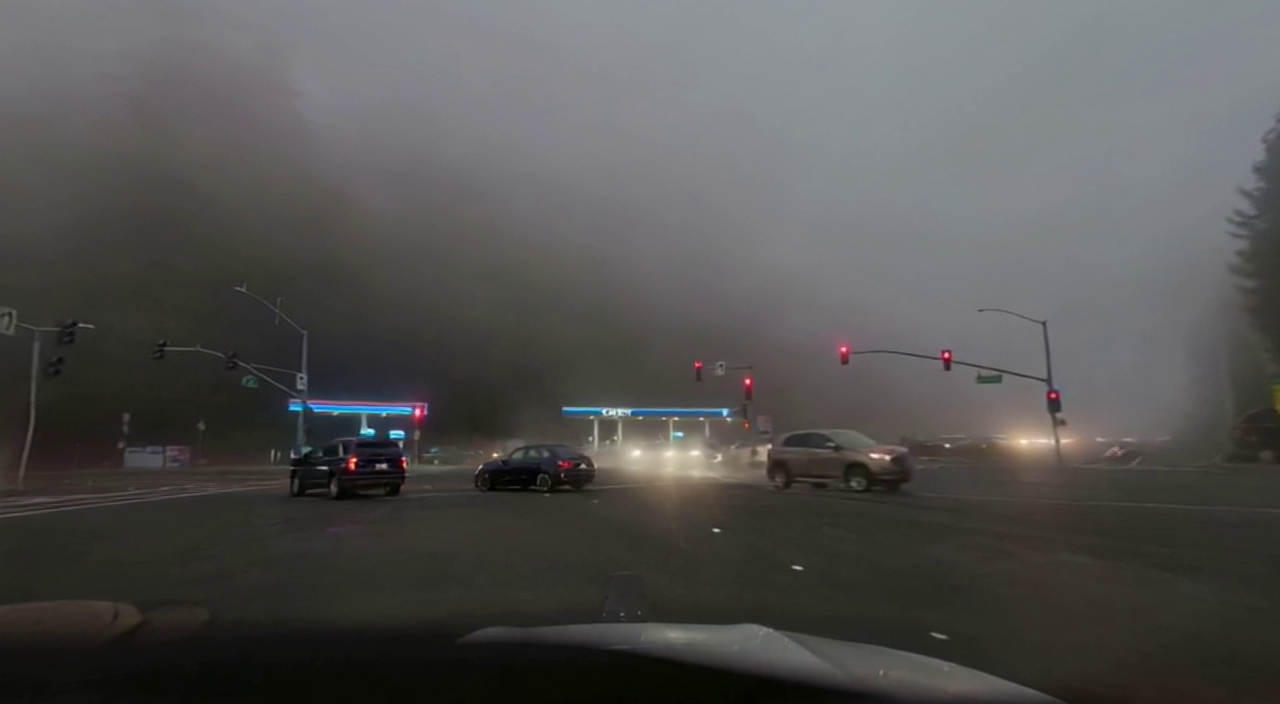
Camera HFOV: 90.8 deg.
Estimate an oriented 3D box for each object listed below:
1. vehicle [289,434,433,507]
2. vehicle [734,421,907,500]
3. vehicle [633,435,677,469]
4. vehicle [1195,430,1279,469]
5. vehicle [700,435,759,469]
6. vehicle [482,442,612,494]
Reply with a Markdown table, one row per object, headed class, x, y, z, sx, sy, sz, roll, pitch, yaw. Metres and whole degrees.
| class | x | y | z | sx | sy | sz | roll | pitch | yaw |
| --- | --- | --- | --- | --- | --- | --- | --- | --- | --- |
| vehicle | -8.138 | 3.302 | 18.243 | 2.351 | 1.733 | 4.616 | 5 | -9 | -43 |
| vehicle | 4.649 | 2.877 | 17.111 | 2.016 | 1.828 | 4.503 | 4 | -9 | -24 |
| vehicle | 0.755 | 5.196 | 32.924 | 2.126 | 1.626 | 4.585 | 0 | -8 | 1 |
| vehicle | 29.443 | 4.525 | 29.309 | 4.952 | 1.745 | 2.184 | -3 | -9 | 20 |
| vehicle | 4.467 | 5.053 | 32.168 | 1.976 | 1.573 | 4.543 | 1 | -9 | -5 |
| vehicle | -3.072 | 3.624 | 20.221 | 1.965 | 1.460 | 4.581 | 7 | -11 | -40 |
